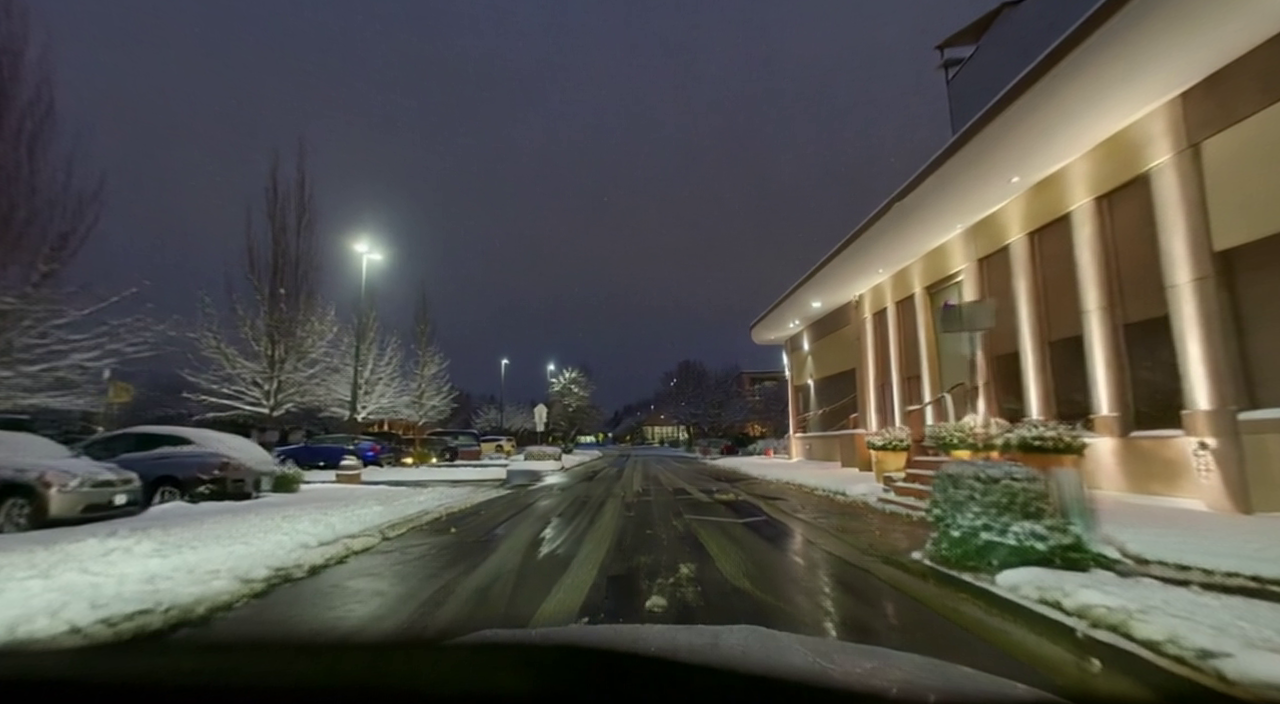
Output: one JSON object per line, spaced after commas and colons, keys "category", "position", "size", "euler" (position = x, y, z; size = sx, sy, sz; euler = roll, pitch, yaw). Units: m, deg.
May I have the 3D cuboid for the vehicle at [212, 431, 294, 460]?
{"category": "vehicle", "position": [-21.026, 5.126, 34.520], "size": [1.909, 1.474, 3.908], "euler": [-1, -8, 3]}

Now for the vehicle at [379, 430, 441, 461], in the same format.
{"category": "vehicle", "position": [-12.637, 5.153, 35.003], "size": [1.892, 1.597, 4.259], "euler": [0, -8, -1]}

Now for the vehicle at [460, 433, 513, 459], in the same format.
{"category": "vehicle", "position": [-9.867, 6.105, 41.043], "size": [1.891, 1.464, 4.646], "euler": [3, -8, 5]}

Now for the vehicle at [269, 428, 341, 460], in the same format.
{"category": "vehicle", "position": [-18.428, 5.088, 34.982], "size": [1.902, 1.645, 3.903], "euler": [0, -8, -2]}

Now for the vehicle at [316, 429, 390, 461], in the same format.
{"category": "vehicle", "position": [-15.617, 5.080, 34.634], "size": [1.928, 1.613, 4.197], "euler": [-1, -8, 3]}

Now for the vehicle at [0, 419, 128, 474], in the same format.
{"category": "vehicle", "position": [-20.943, 3.326, 22.263], "size": [1.899, 1.717, 4.558], "euler": [0, -8, 1]}

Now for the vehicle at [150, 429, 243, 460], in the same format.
{"category": "vehicle", "position": [-24.004, 5.017, 34.391], "size": [1.773, 1.498, 4.085], "euler": [3, -8, 6]}
